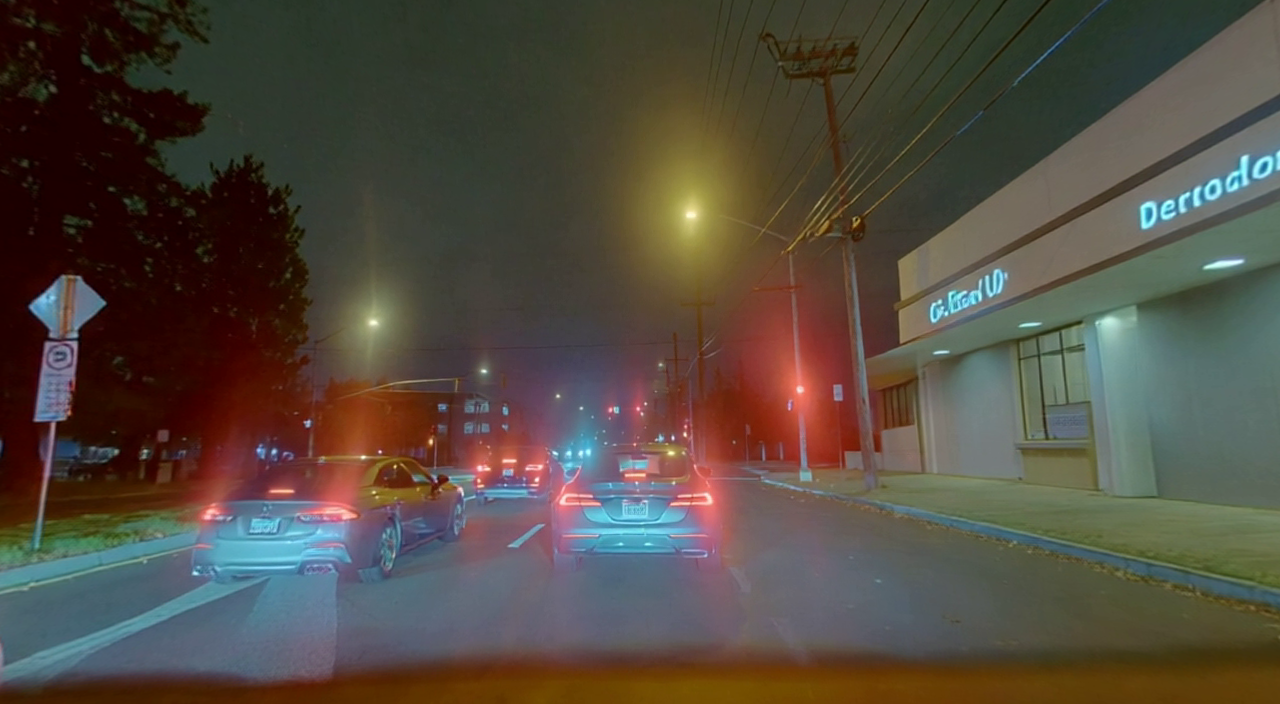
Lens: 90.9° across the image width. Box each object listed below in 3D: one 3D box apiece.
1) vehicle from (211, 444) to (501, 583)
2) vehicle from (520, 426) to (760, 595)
[{"bbox_3d":[-3.207,1.869,8.156,1.765,1.319,4.013,0,-9,2],"label":"vehicle"},{"bbox_3d":[-0.006,1.696,7.585,2.101,1.469,3.955,0,-9,0],"label":"vehicle"}]
